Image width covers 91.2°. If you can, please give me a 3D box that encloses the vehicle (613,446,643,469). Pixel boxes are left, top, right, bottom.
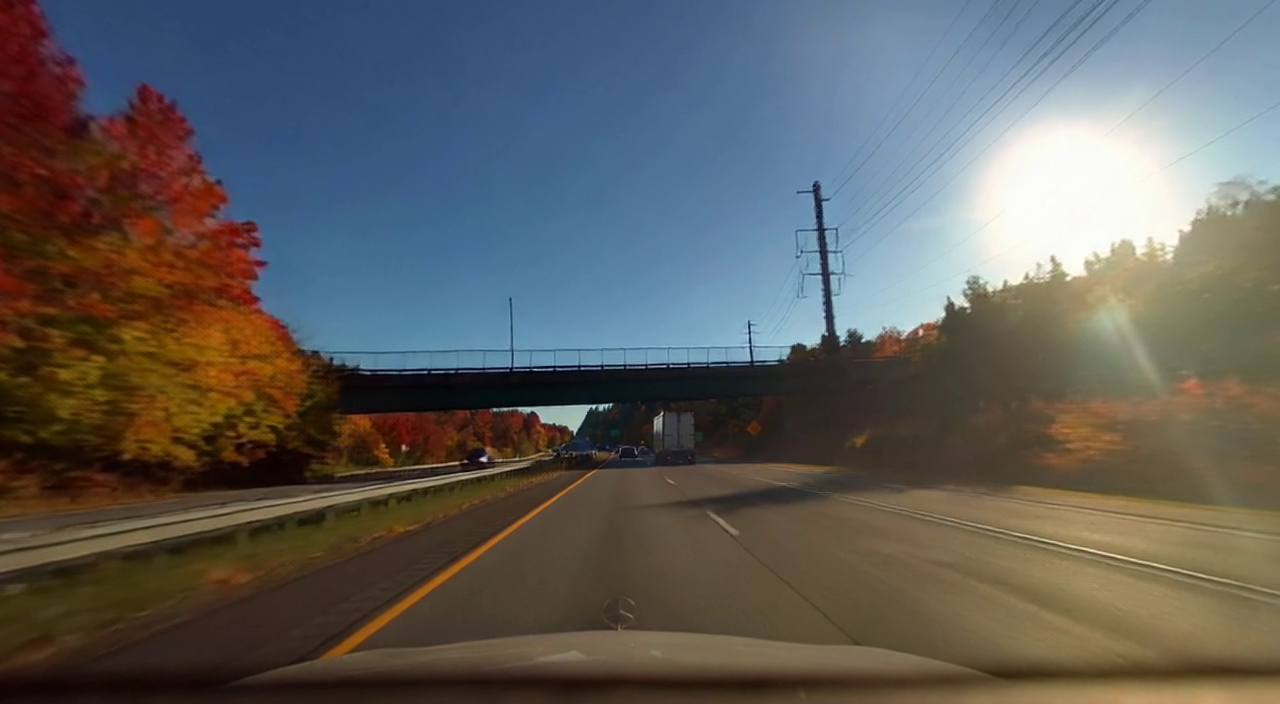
[{"bbox_3d":[-0.844,7.201,42.823,1.961,1.454,3.755,0,-9,-1],"label":"vehicle"}]
